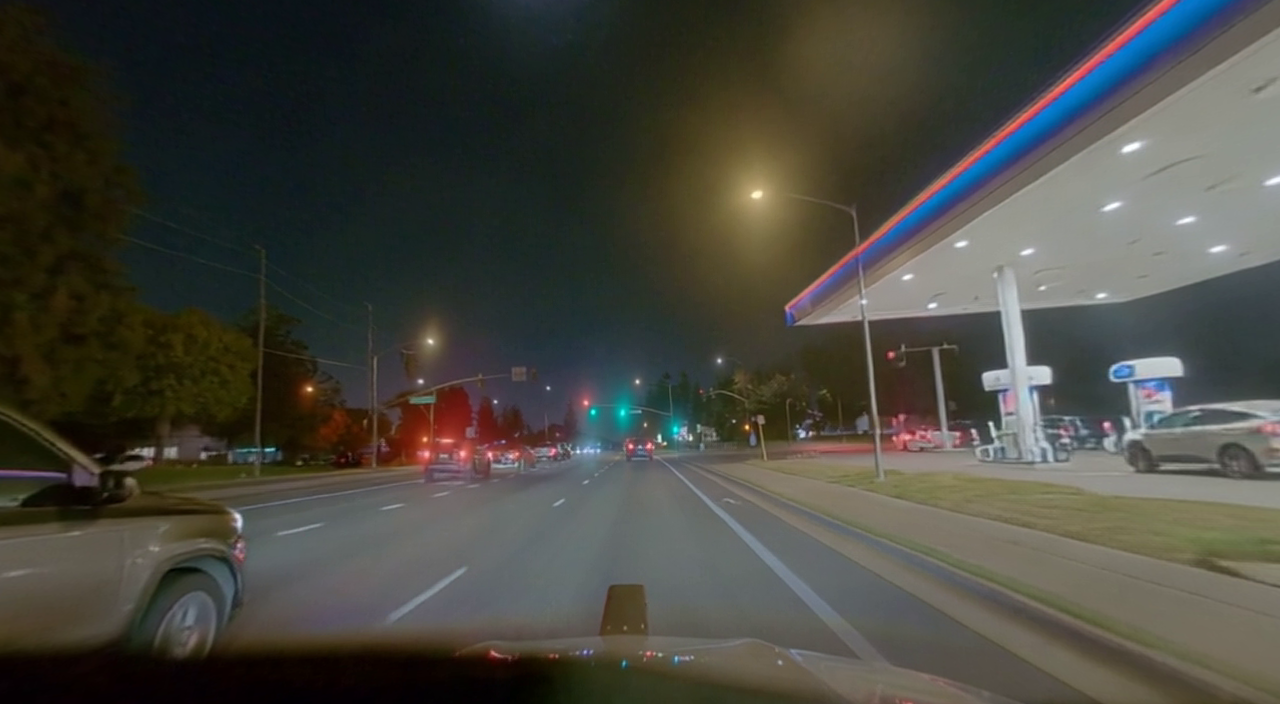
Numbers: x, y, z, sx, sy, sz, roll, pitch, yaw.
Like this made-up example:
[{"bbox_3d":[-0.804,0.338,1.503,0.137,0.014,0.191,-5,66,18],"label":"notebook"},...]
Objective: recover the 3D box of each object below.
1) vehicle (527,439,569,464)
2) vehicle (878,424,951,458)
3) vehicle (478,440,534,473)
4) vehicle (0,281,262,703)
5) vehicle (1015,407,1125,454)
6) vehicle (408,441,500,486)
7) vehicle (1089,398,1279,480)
[{"bbox_3d":[-6.286,6.848,43.443,2.130,1.636,4.427,0,-8,2],"label":"vehicle"},{"bbox_3d":[16.024,5.249,37.127,2.116,1.849,4.806,0,-9,0],"label":"vehicle"},{"bbox_3d":[-6.659,5.224,31.771,1.804,1.513,4.191,0,-8,2],"label":"vehicle"},{"bbox_3d":[-3.254,0.543,1.127,2.190,1.844,4.751,0,-8,0],"label":"vehicle"},{"bbox_3d":[23.739,4.426,35.171,2.314,2.302,5.730,-4,-8,5],"label":"vehicle"},{"bbox_3d":[-6.657,4.004,23.088,1.960,1.468,4.345,0,-8,1],"label":"vehicle"},{"bbox_3d":[15.981,2.440,17.749,2.178,1.911,5.852,-1,-8,-2],"label":"vehicle"}]
